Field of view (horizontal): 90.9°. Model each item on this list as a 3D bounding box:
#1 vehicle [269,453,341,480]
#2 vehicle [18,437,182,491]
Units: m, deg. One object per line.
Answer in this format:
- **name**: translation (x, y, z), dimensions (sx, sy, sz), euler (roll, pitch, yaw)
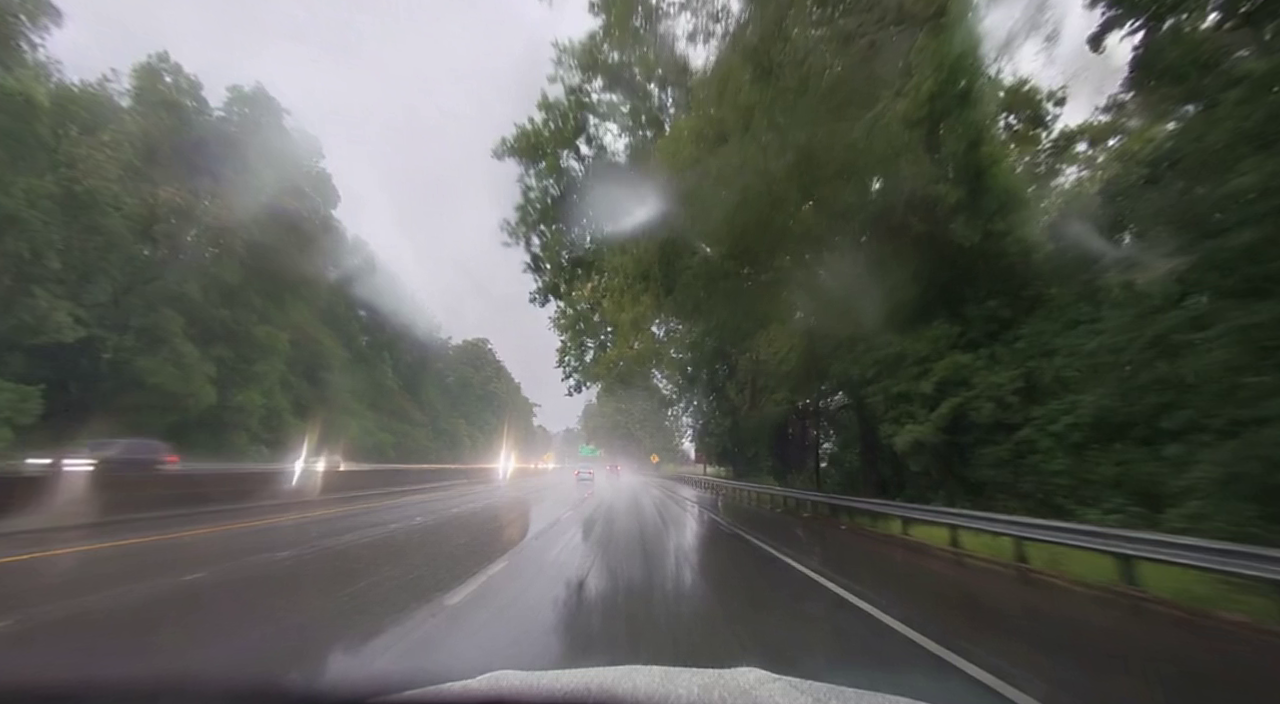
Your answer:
- **vehicle**: translation (-20.060, 6.889, 37.934), dimensions (1.866, 1.508, 4.531), euler (1, -11, -1)
- **vehicle**: translation (-16.464, 3.481, 19.489), dimensions (1.763, 1.473, 3.681), euler (1, -11, -1)
